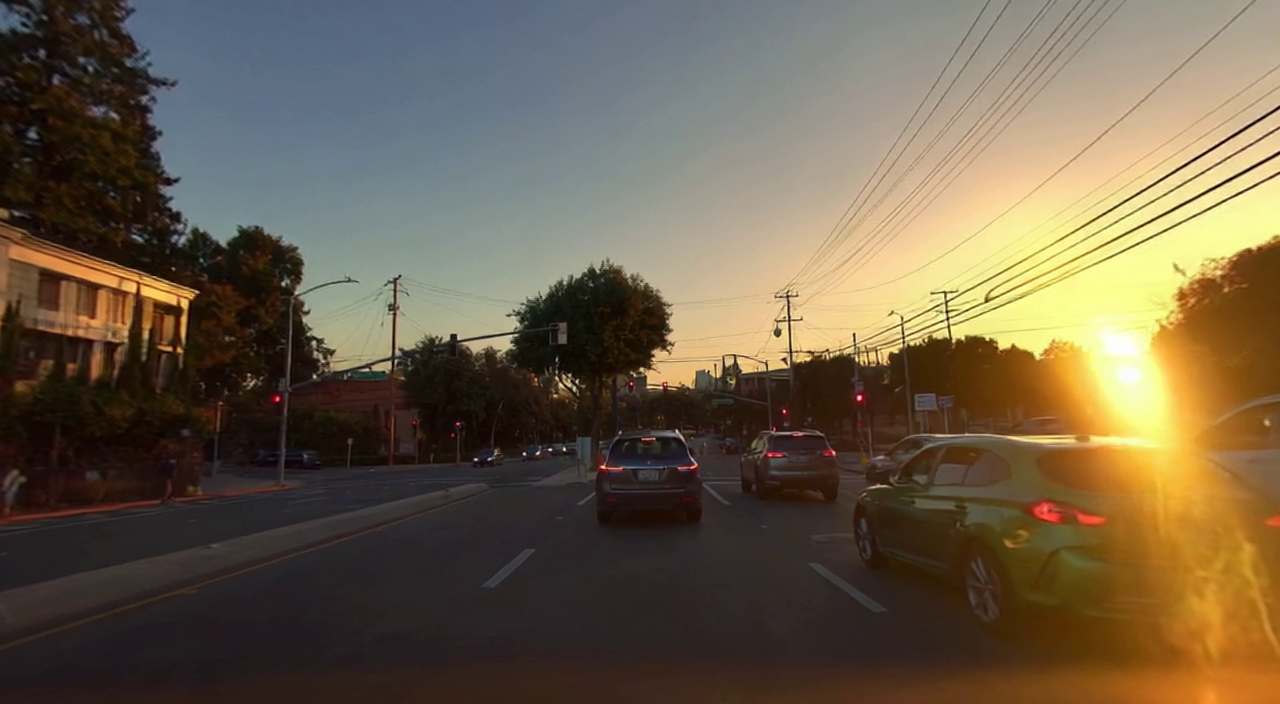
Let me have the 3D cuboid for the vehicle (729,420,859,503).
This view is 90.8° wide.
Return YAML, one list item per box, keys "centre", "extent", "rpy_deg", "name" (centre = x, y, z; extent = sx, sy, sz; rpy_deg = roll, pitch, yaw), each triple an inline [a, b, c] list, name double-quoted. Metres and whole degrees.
- centre: [3.698, 2.747, 16.229]
  extent: [2.060, 1.789, 4.712]
  rpy_deg: [0, -9, -1]
  name: "vehicle"

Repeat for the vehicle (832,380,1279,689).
- centre: [3.339, 1.273, 5.526]
  extent: [1.998, 1.620, 4.267]
  rpy_deg: [0, -9, 1]
  name: "vehicle"

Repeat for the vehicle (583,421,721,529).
- centre: [0.185, 2.216, 11.891]
  extent: [2.149, 1.668, 3.962]
  rpy_deg: [0, -9, 0]
  name: "vehicle"
